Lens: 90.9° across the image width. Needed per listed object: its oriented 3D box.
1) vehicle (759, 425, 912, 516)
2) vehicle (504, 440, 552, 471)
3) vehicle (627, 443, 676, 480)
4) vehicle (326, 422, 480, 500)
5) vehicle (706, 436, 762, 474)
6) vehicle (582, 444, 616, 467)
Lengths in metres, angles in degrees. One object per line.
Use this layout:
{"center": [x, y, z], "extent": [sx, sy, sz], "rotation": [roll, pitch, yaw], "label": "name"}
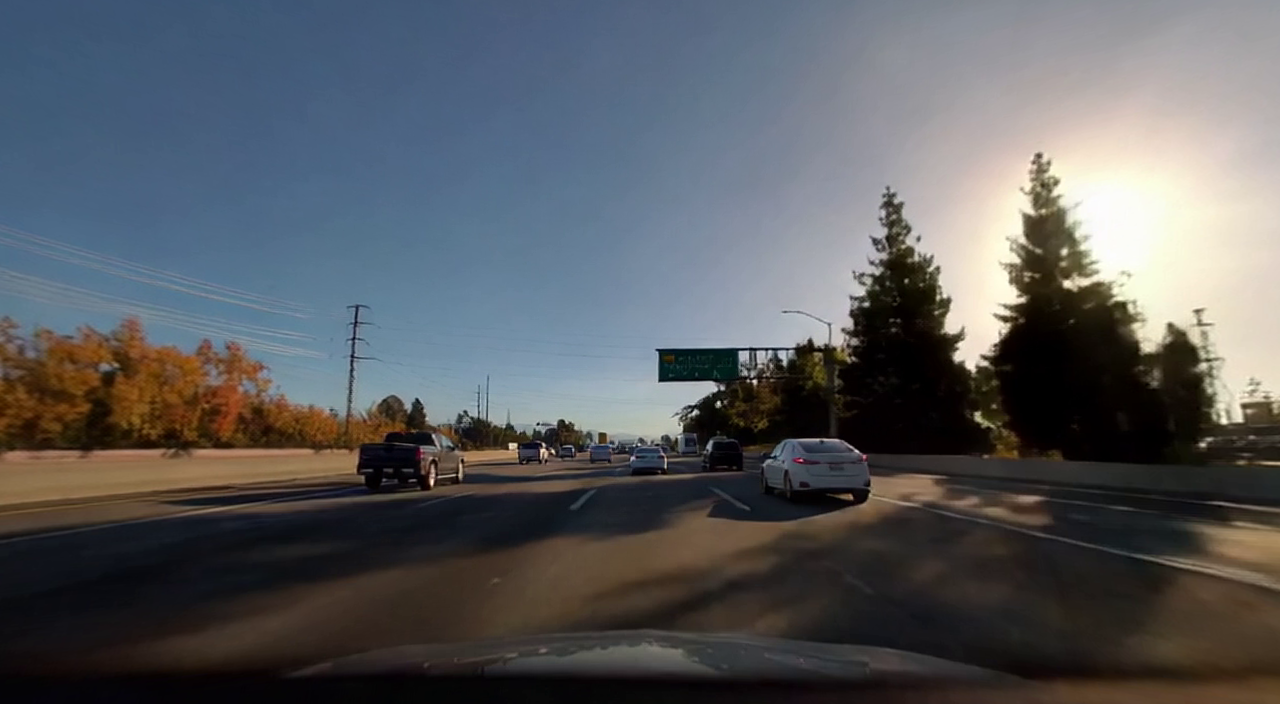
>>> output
{"center": [4.105, 2.563, 14.119], "extent": [2.002, 1.691, 4.290], "rotation": [0, -9, 0], "label": "vehicle"}
{"center": [-6.528, 6.081, 37.262], "extent": [1.978, 1.680, 4.263], "rotation": [0, -9, 1], "label": "vehicle"}
{"center": [0.469, 4.703, 27.288], "extent": [1.966, 1.444, 3.986], "rotation": [0, -9, 1], "label": "vehicle"}
{"center": [-6.696, 3.163, 18.787], "extent": [2.269, 1.936, 5.777], "rotation": [0, -9, 1], "label": "vehicle"}
{"center": [4.678, 5.212, 32.033], "extent": [2.195, 1.778, 4.455], "rotation": [0, -9, 0], "label": "vehicle"}
{"center": [-2.712, 6.991, 42.683], "extent": [1.904, 1.479, 4.274], "rotation": [0, -9, 1], "label": "vehicle"}
